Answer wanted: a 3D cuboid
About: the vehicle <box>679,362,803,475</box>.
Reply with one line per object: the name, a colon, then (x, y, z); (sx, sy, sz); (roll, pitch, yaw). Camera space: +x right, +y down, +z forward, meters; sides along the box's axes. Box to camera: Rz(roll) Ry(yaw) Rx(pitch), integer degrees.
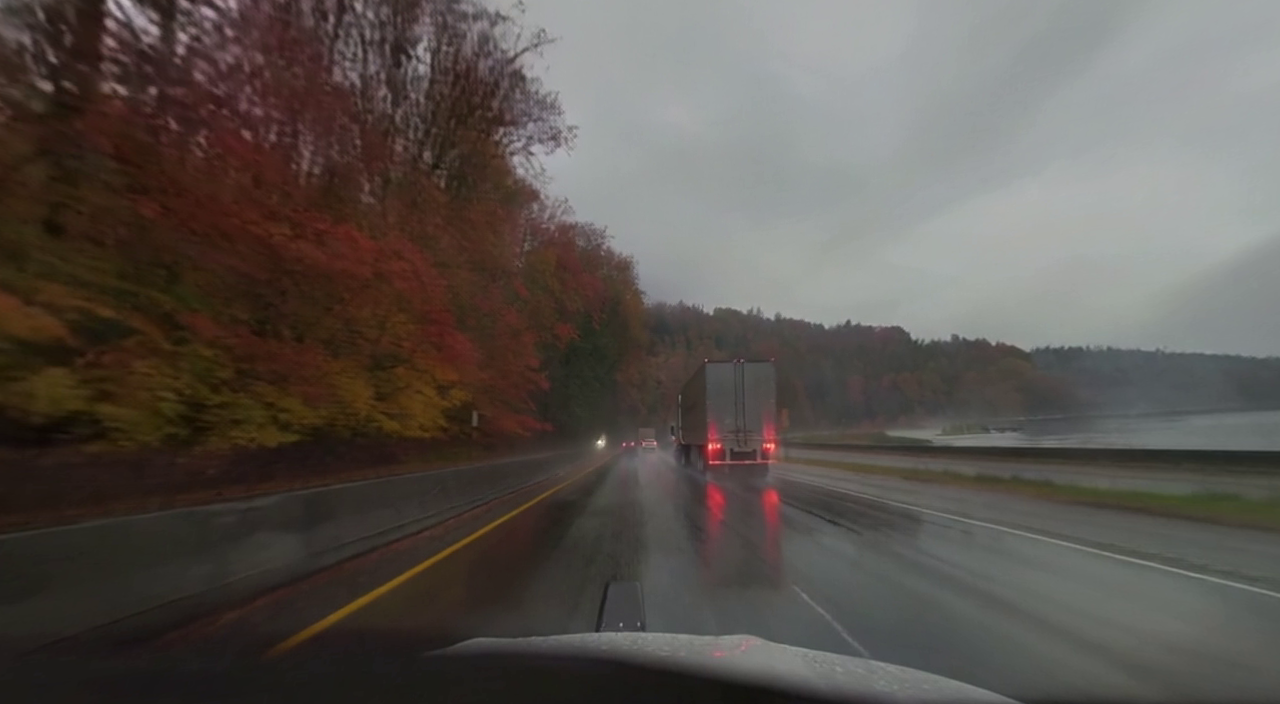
vehicle: (4.081, 3.437, 30.184); (3.357, 4.101, 14.659); (0, -8, -1)
